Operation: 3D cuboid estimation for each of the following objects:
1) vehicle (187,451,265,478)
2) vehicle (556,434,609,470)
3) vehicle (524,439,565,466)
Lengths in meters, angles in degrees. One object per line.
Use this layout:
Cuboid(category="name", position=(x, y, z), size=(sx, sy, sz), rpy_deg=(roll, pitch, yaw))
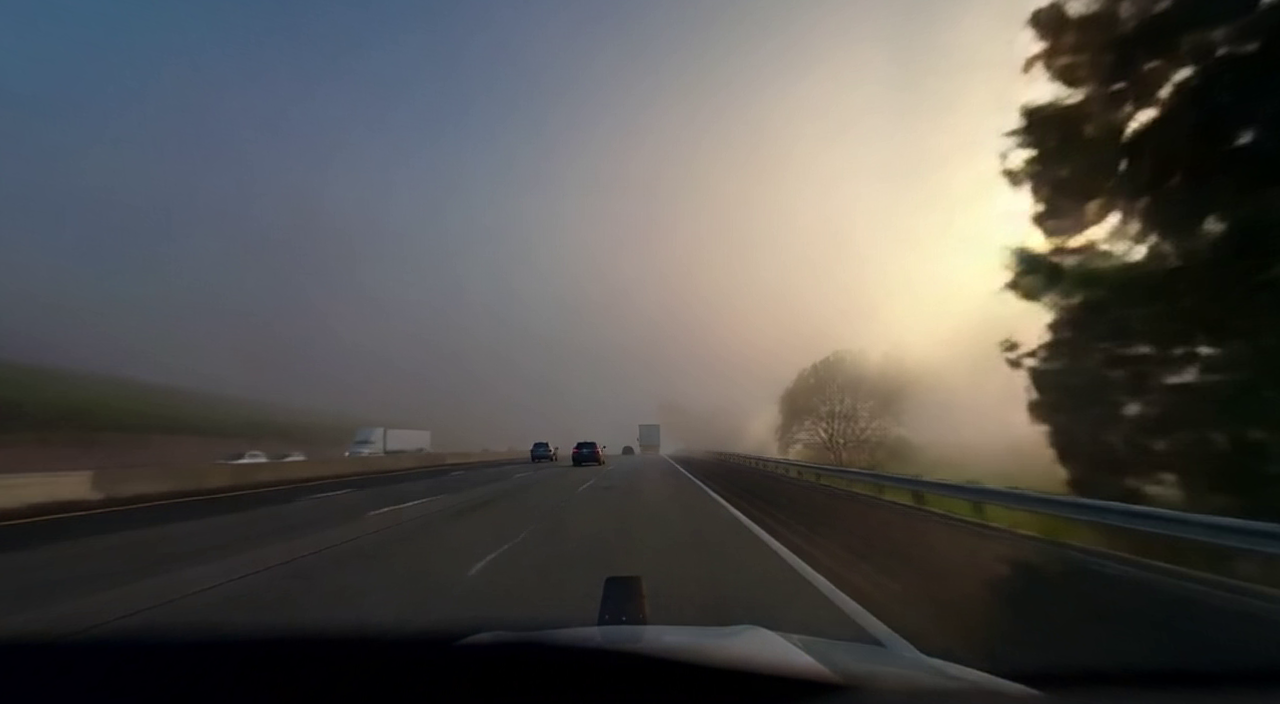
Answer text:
Cuboid(category="vehicle", position=(-28.512, 7.704, 43.628), size=(1.958, 1.678, 4.924), rpy_deg=(0, -8, 1))
Cuboid(category="vehicle", position=(-3.009, 5.397, 34.186), size=(2.283, 1.802, 4.810), rpy_deg=(0, -8, 2))
Cuboid(category="vehicle", position=(-6.368, 6.788, 42.631), size=(2.062, 1.691, 4.278), rpy_deg=(0, -8, 1))
